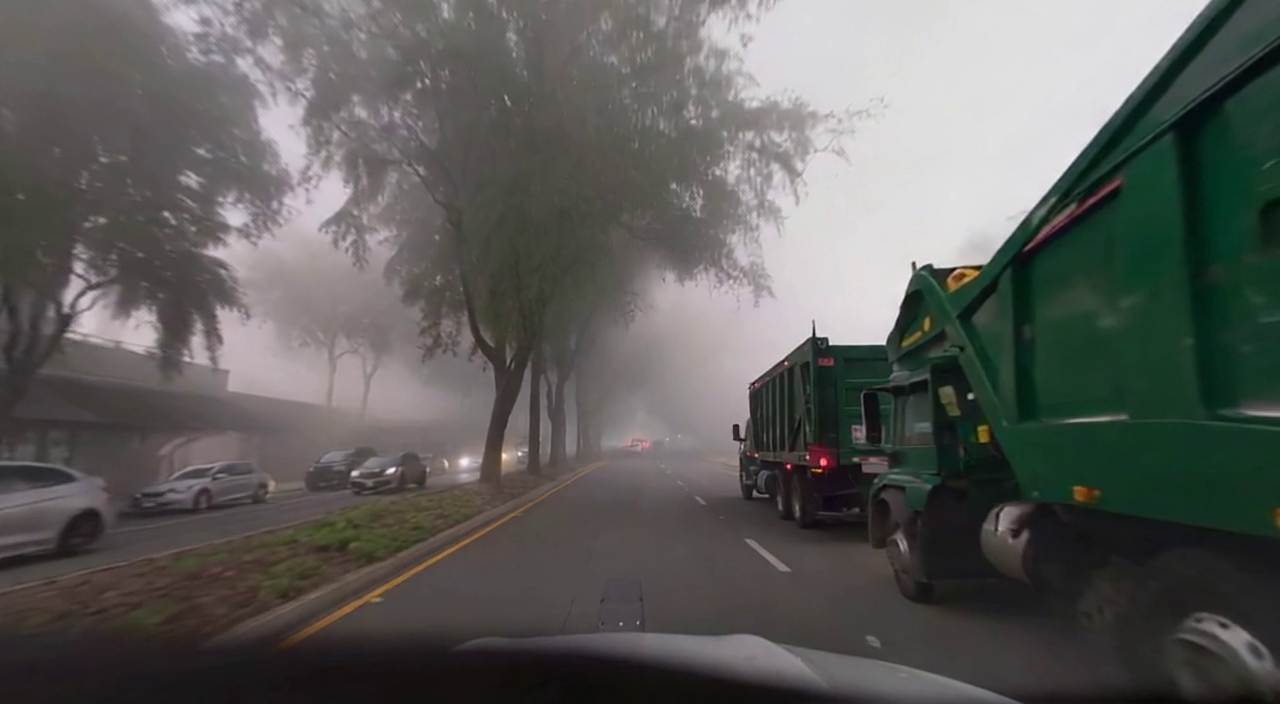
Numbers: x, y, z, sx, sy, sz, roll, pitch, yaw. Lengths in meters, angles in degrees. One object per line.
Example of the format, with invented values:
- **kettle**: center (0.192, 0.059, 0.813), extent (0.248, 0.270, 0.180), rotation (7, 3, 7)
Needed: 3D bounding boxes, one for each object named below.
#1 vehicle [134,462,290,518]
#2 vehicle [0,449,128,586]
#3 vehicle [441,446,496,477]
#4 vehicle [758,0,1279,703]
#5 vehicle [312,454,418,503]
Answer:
- **vehicle**: center (-13.275, 4.266, 20.004), extent (1.803, 1.427, 4.604), rotation (0, -9, -2)
- **vehicle**: center (-9.237, 2.103, 7.914), extent (1.959, 1.749, 4.488), rotation (0, -9, -2)
- **vehicle**: center (-10.288, 6.595, 38.230), extent (2.089, 1.754, 4.573), rotation (0, -9, -1)
- **vehicle**: center (3.679, 0.552, 6.463), extent (2.731, 3.407, 10.262), rotation (0, -9, -1)
- **vehicle**: center (-9.708, 4.453, 22.715), extent (1.953, 1.539, 4.326), rotation (0, -9, -2)
